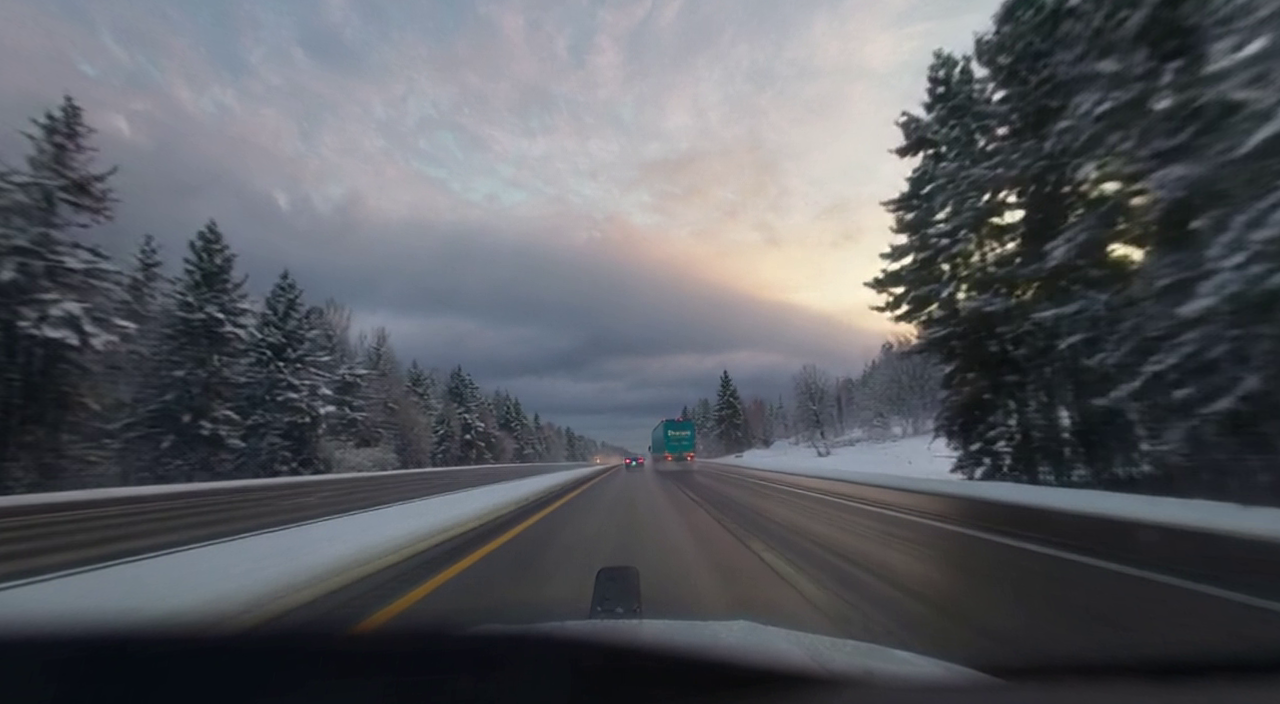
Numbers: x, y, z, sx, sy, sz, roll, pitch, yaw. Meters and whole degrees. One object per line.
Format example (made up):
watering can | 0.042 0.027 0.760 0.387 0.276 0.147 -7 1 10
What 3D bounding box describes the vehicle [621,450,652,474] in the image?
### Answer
vehicle | -0.221 7.546 43.142 2.057 1.528 3.958 -1 -9 0
